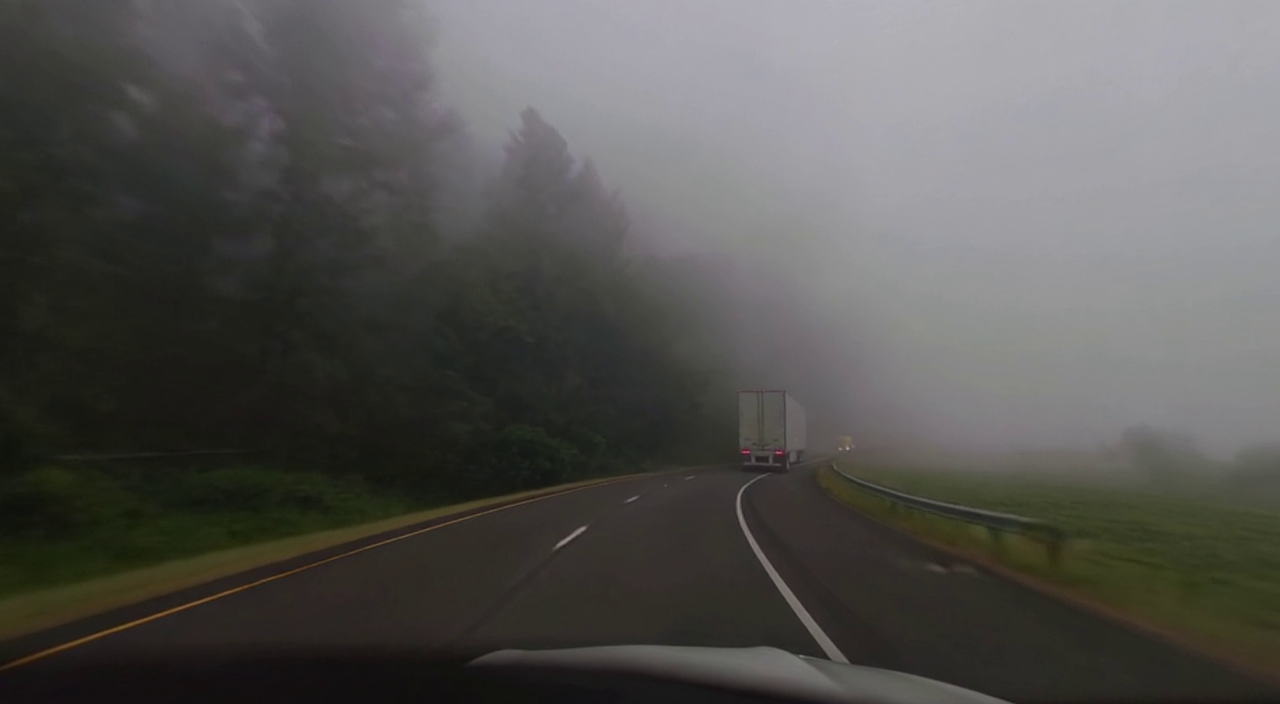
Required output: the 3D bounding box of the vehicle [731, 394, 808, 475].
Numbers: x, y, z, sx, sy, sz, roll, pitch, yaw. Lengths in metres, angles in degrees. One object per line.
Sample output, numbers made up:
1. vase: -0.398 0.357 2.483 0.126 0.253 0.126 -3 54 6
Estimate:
1. vehicle: 8.496 5.322 39.661 3.087 4.178 13.682 -3 -9 18
